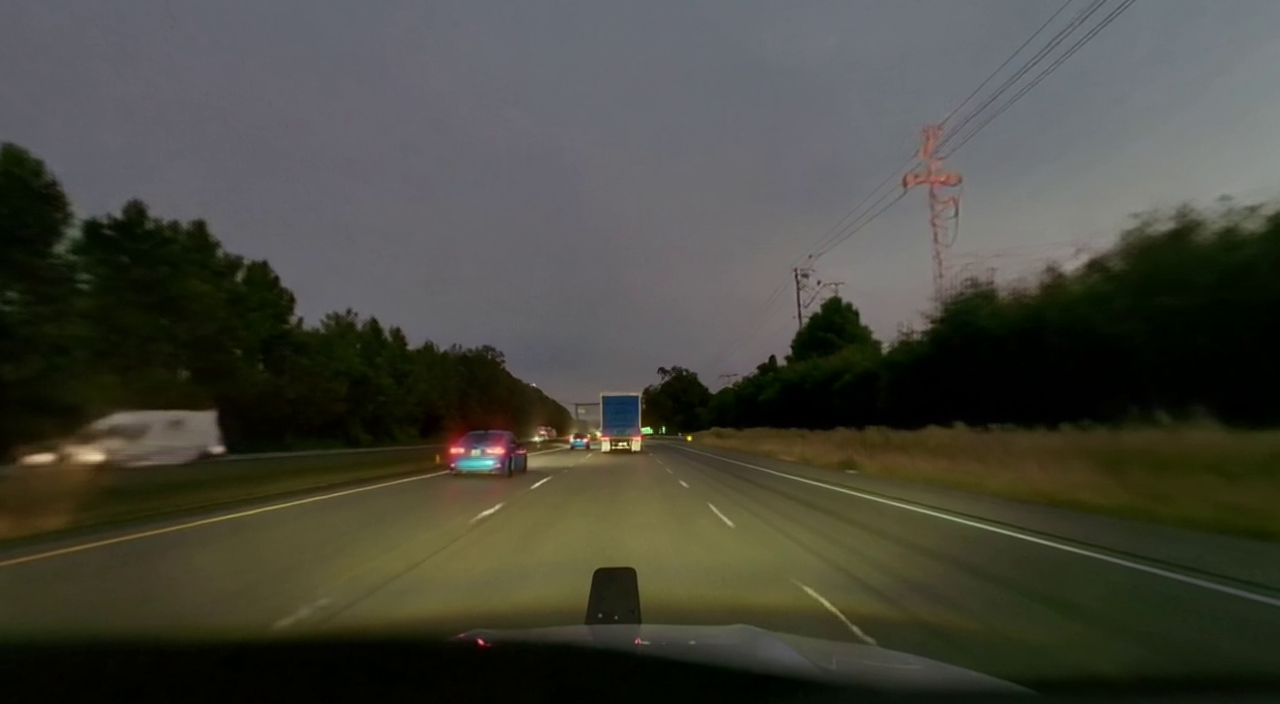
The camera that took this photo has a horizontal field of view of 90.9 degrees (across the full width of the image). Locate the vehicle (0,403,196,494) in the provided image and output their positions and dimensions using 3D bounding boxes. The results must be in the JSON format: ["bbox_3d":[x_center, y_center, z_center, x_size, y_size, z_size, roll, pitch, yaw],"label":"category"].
[{"bbox_3d":[-16.935,2.872,19.228,2.335,2.329,6.075,0,-8,0],"label":"vehicle"}]

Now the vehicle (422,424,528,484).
[{"bbox_3d":[-4.936,3.107,19.567,2.117,1.618,4.480,0,-8,-1],"label":"vehicle"}]

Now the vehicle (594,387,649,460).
[{"bbox_3d":[-1.119,4.458,38.438,2.955,3.851,9.915,0,-8,-2],"label":"vehicle"}]
